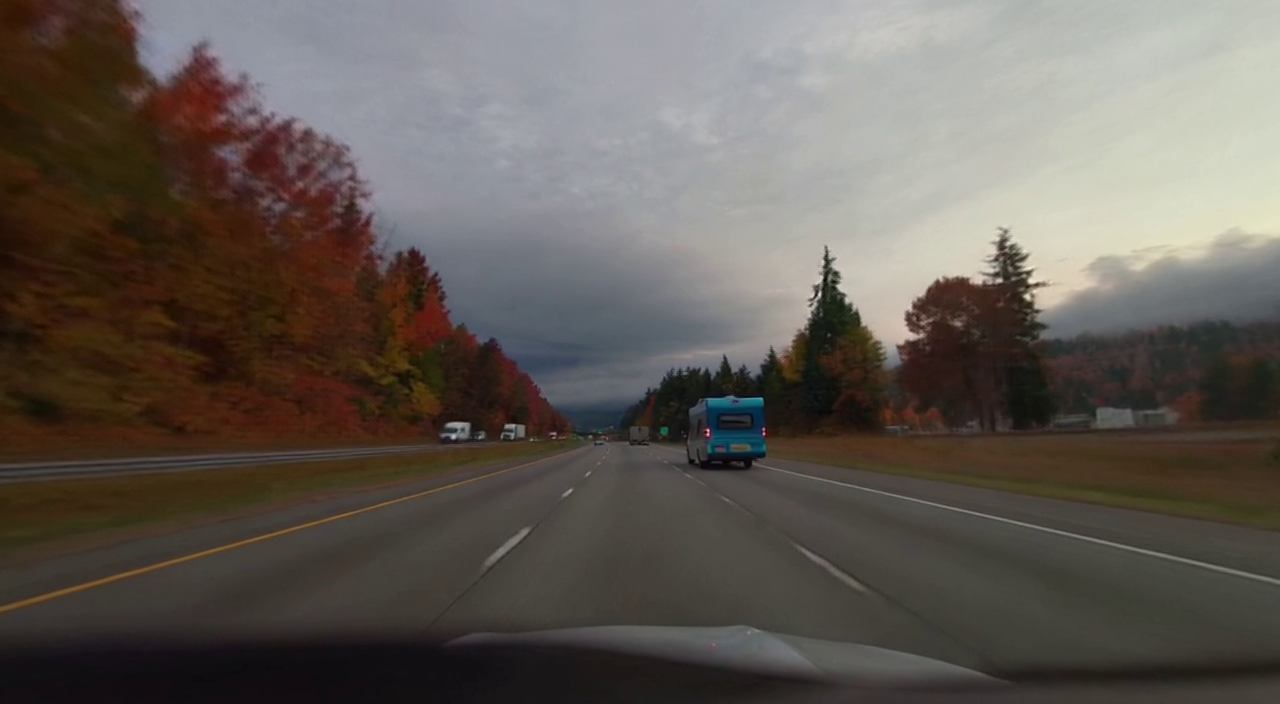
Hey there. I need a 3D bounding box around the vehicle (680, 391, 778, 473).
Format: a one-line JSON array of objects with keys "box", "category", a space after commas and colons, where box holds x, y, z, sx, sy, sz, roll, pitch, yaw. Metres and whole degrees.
[{"box": [3.353, 3.277, 25.714, 2.815, 2.876, 7.101, 0, -8, -1], "category": "vehicle"}]
